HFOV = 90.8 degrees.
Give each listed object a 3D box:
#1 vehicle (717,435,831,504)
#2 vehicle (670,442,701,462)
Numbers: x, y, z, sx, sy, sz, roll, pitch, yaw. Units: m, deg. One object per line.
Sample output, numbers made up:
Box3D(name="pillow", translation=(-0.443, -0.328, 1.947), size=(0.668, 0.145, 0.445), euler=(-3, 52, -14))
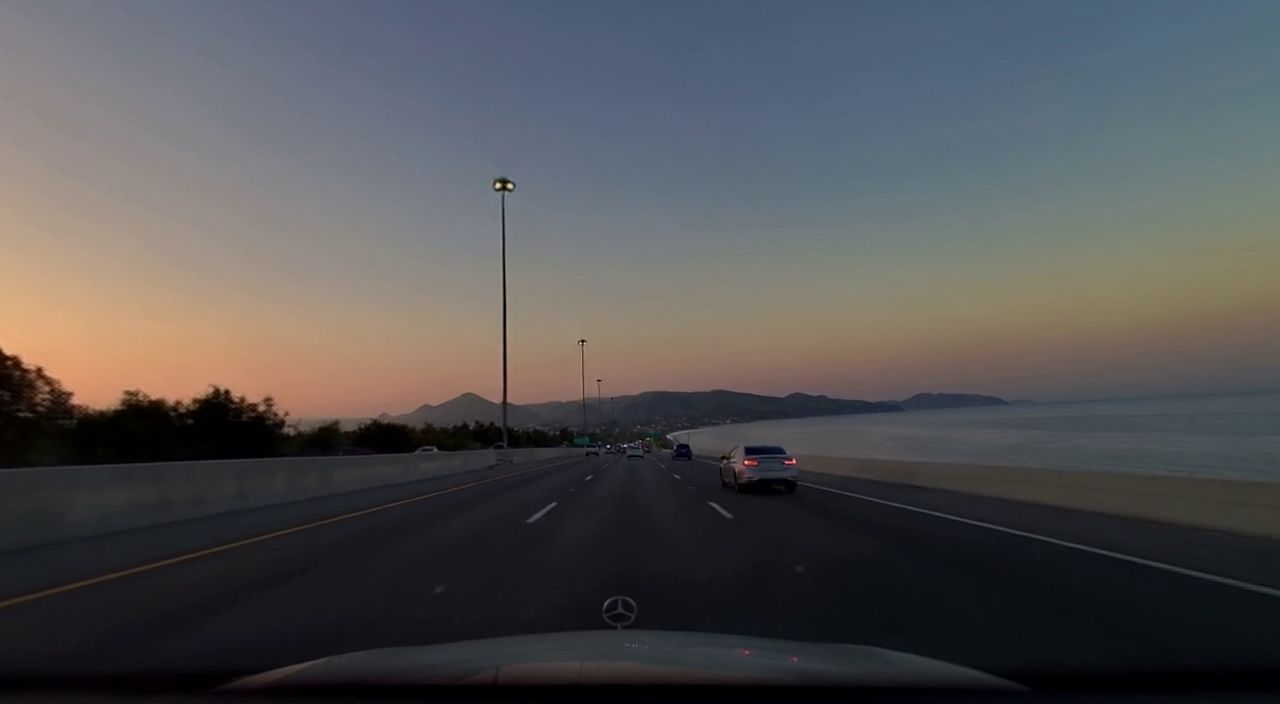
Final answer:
Box3D(name="vehicle", translation=(3.206, 2.906, 16.096), size=(1.890, 1.490, 4.373), euler=(0, -8, -1))
Box3D(name="vehicle", translation=(3.542, 7.835, 49.669), size=(2.000, 1.533, 4.438), euler=(0, -8, -1))
